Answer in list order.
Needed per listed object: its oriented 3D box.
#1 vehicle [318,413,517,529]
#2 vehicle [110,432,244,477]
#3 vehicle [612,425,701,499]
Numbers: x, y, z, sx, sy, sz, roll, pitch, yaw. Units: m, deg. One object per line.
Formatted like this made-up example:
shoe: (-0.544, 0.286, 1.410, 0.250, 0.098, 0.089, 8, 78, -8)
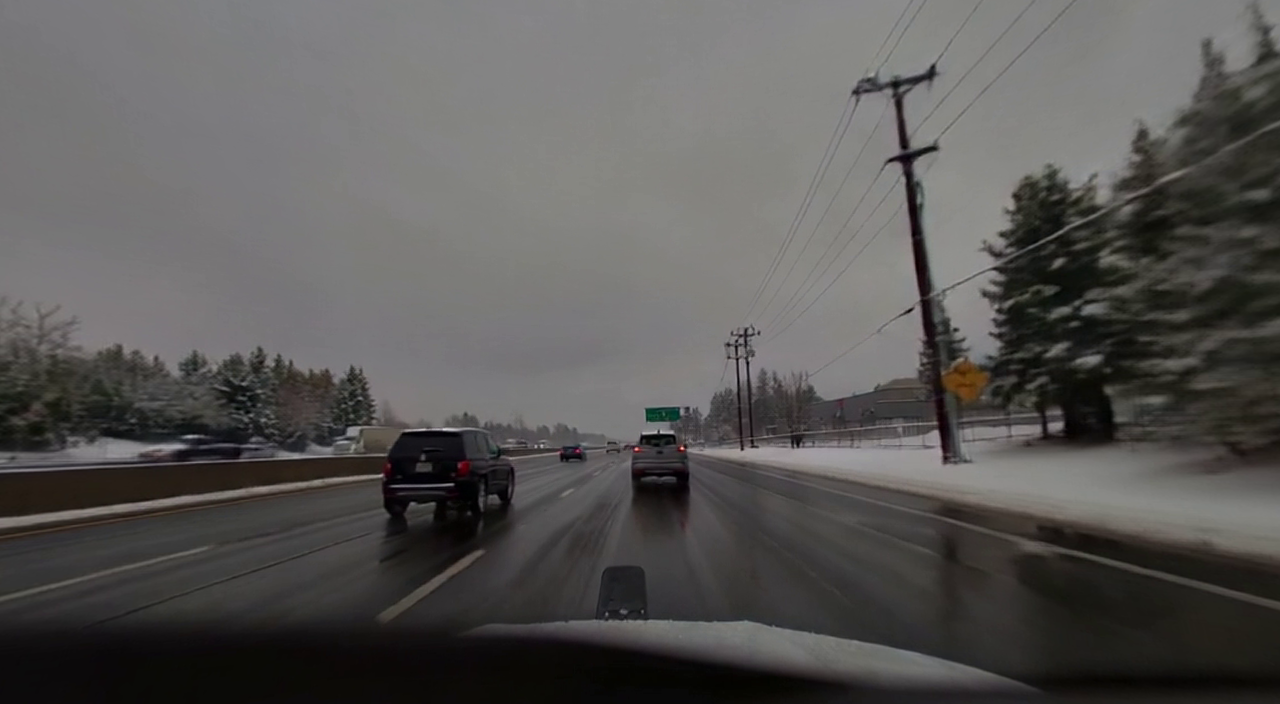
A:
vehicle: (-3.870, 2.162, 11.992, 2.125, 1.764, 4.393, 0, -8, 1)
vehicle: (-22.312, 4.957, 30.801, 2.412, 1.982, 5.458, 0, -8, -1)
vehicle: (0.416, 2.926, 17.101, 2.134, 1.733, 4.049, 0, -8, 1)
